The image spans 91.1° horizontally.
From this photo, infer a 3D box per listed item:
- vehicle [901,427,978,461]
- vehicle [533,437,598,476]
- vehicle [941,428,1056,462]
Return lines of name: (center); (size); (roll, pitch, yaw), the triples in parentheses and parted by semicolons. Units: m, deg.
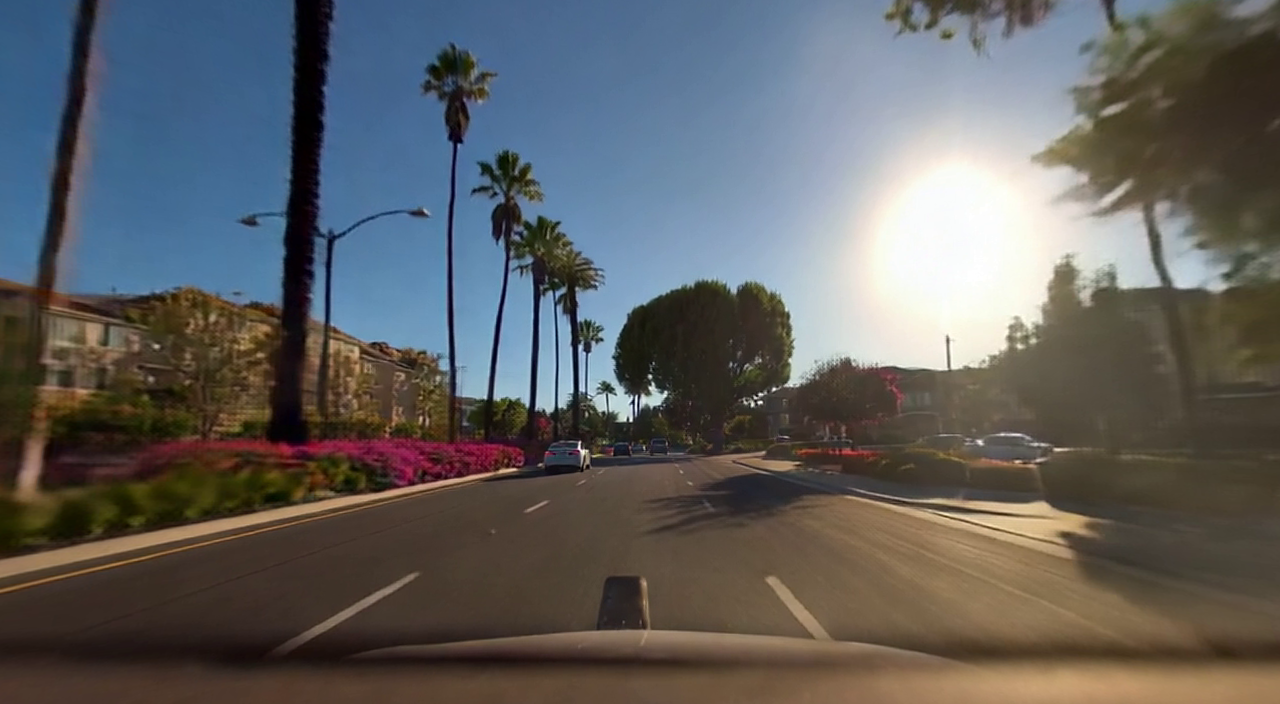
vehicle: (21.201, 6.548, 44.760); (2.624, 2.088, 5.064); (-3, -8, -5)
vehicle: (-3.029, 4.363, 26.475); (2.036, 1.478, 4.508); (0, -8, 2)
vehicle: (22.008, 5.770, 38.943); (2.426, 1.902, 6.126); (2, -9, -15)
